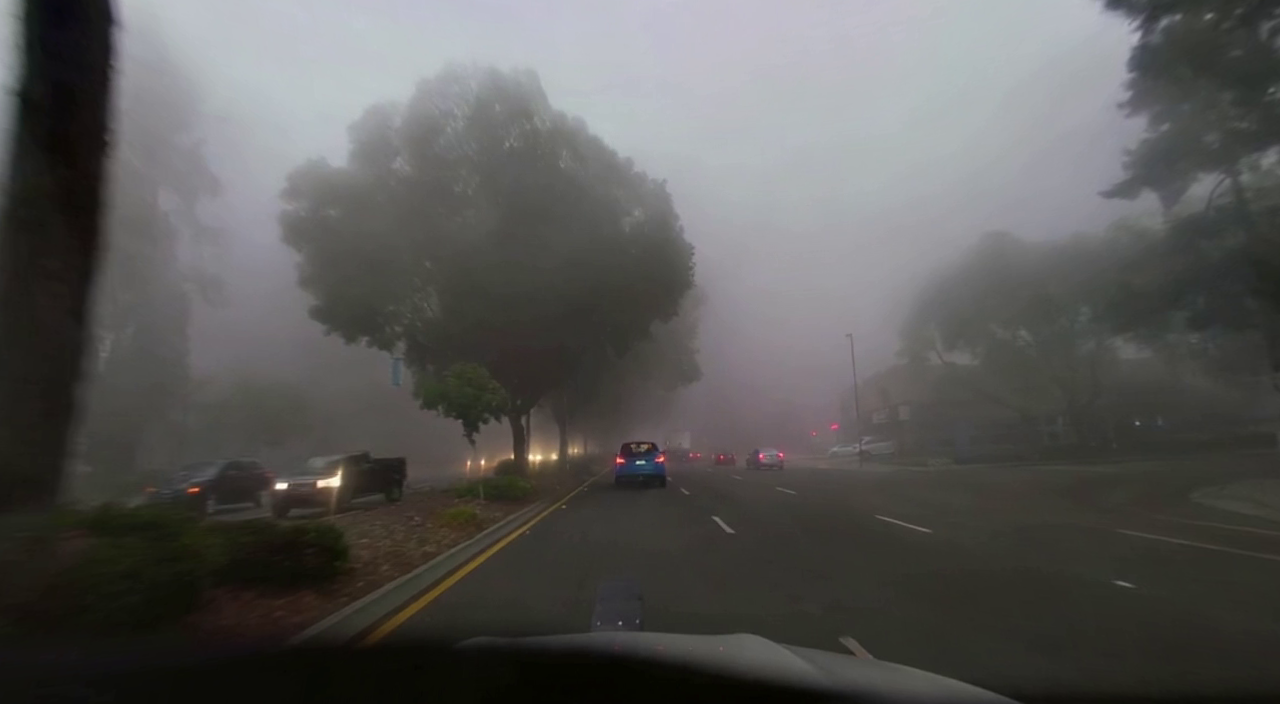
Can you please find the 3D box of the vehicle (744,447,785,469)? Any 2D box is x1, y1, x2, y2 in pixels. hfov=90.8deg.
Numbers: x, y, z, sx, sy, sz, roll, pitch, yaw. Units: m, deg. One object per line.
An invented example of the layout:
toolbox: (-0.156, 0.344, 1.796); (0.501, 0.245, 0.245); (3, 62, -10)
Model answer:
vehicle: (9.036, 7.752, 46.262); (2.045, 1.484, 4.342); (0, -9, -1)

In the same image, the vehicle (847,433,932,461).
vehicle: (19.621, 7.517, 49.907); (5.677, 2.171, 2.393); (-1, -9, 4)

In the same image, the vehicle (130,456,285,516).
vehicle: (-13.106, 4.051, 19.536); (1.992, 1.556, 4.035); (0, -9, -2)

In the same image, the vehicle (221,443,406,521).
vehicle: (-7.918, 3.165, 15.978); (2.127, 1.660, 4.607); (0, -9, 1)

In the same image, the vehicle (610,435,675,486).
vehicle: (0.042, 4.114, 24.284); (2.266, 1.762, 4.131); (0, -9, -1)
